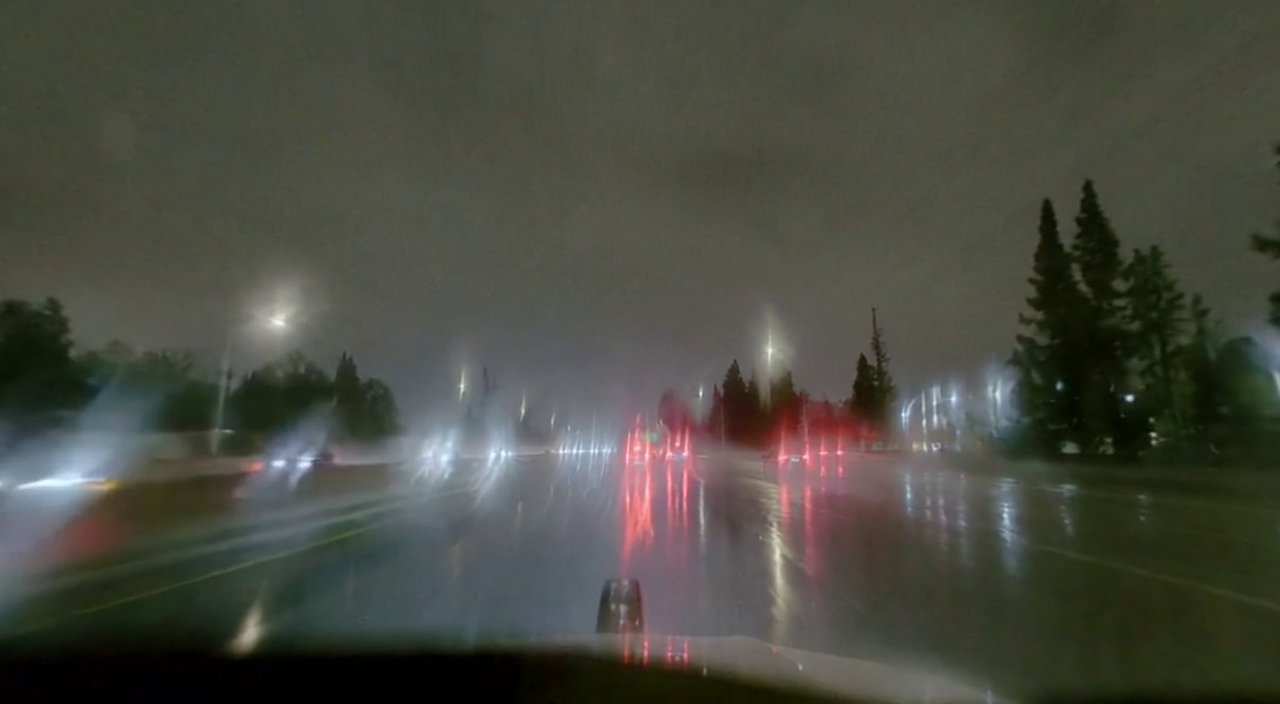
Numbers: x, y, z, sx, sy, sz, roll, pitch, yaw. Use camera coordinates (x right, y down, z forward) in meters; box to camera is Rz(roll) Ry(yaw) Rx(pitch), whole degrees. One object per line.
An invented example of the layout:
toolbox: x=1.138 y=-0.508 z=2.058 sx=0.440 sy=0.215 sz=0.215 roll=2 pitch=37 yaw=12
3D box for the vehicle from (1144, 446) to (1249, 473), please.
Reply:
vehicle: x=31.770 y=6.123 z=36.251 sx=1.886 sy=1.450 sz=4.349 roll=0 pitch=-9 yaw=-3

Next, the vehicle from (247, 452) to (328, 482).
vehicle: x=-18.076 y=5.875 z=32.612 sx=1.745 sy=1.302 sz=4.212 roll=0 pitch=-8 yaw=0

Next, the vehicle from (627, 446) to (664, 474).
vehicle: x=0.277 y=6.989 z=41.207 sx=2.124 sy=1.673 sz=4.545 roll=0 pitch=-9 yaw=-3

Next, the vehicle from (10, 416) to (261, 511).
vehicle: x=-9.838 y=2.205 z=12.851 sx=1.853 sy=1.600 sz=4.030 roll=0 pitch=-8 yaw=-2
